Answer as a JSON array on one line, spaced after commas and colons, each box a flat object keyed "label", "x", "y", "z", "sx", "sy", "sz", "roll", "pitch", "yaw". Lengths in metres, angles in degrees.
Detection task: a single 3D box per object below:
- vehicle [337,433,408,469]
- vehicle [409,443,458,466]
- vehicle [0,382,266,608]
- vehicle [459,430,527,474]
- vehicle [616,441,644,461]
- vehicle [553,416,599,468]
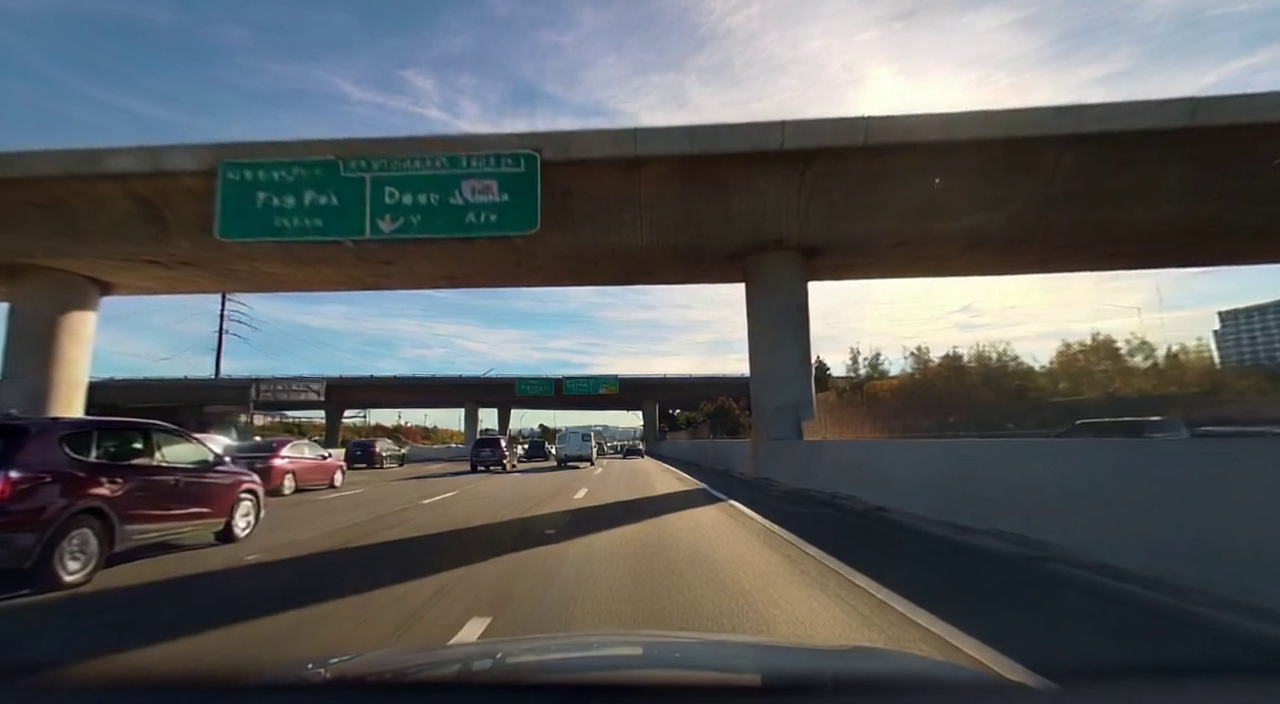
[{"label": "vehicle", "x": -17.308, "y": 6.416, "z": 40.999, "sx": 2.258, "sy": 2.139, "sz": 5.495, "roll": 0, "pitch": -8, "yaw": -1}, {"label": "vehicle", "x": -13.919, "y": 6.897, "z": 42.543, "sx": 1.899, "sy": 1.485, "sz": 4.368, "roll": 0, "pitch": -8, "yaw": -1}, {"label": "vehicle", "x": -6.344, "y": 1.249, "z": 5.708, "sx": 2.355, "sy": 1.805, "sz": 5.938, "roll": 0, "pitch": -8, "yaw": -2}, {"label": "vehicle", "x": -7.017, "y": 4.823, "z": 30.465, "sx": 2.179, "sy": 1.948, "sz": 4.618, "roll": 0, "pitch": -8, "yaw": 0}, {"label": "vehicle", "x": -0.805, "y": 7.764, "z": 49.356, "sx": 2.079, "sy": 1.506, "sz": 4.488, "roll": 0, "pitch": -8, "yaw": -2}, {"label": "vehicle", "x": -3.733, "y": 5.465, "z": 38.031, "sx": 2.301, "sy": 2.843, "sz": 6.458, "roll": 0, "pitch": -8, "yaw": -2}]
